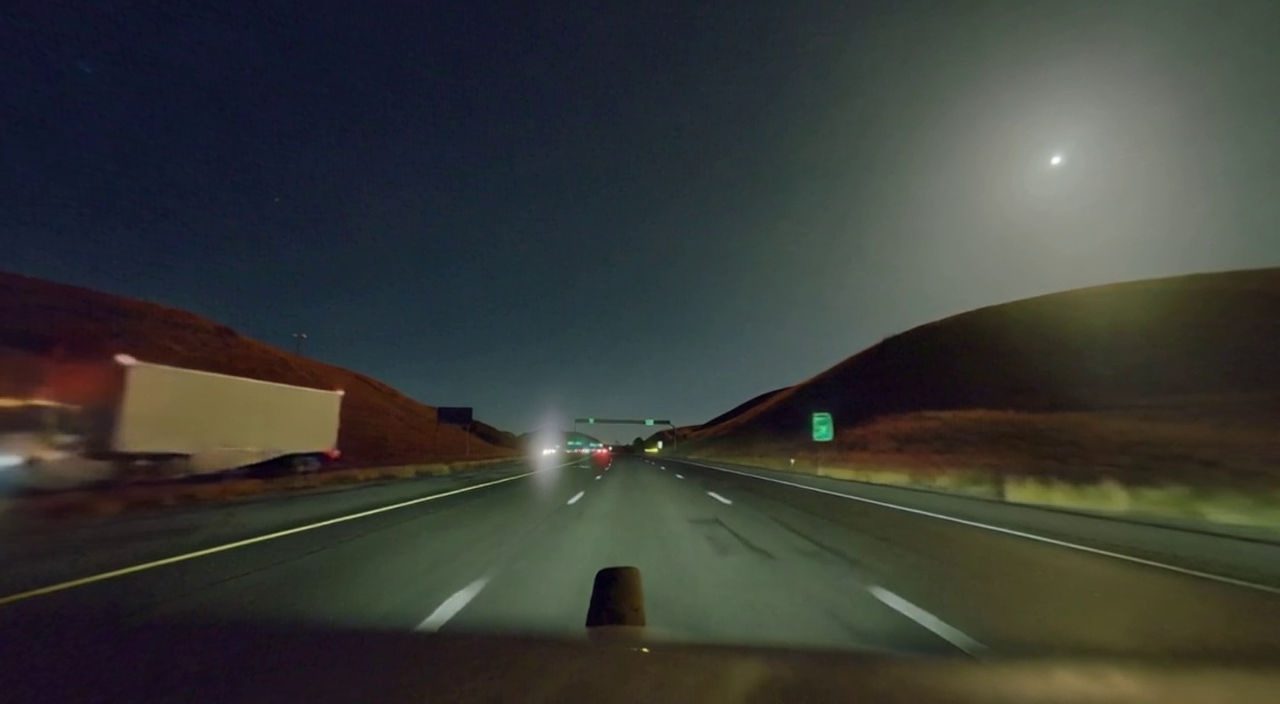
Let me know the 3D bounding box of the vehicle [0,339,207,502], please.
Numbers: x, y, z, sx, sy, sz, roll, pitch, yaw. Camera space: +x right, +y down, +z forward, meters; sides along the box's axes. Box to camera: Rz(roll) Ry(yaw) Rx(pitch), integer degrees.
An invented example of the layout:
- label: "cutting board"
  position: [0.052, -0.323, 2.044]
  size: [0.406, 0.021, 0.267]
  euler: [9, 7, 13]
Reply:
- label: "vehicle"
  position: [-16.223, 2.063, 18.144]
  size: [3.245, 3.939, 5.841]
  euler: [0, -9, -1]
